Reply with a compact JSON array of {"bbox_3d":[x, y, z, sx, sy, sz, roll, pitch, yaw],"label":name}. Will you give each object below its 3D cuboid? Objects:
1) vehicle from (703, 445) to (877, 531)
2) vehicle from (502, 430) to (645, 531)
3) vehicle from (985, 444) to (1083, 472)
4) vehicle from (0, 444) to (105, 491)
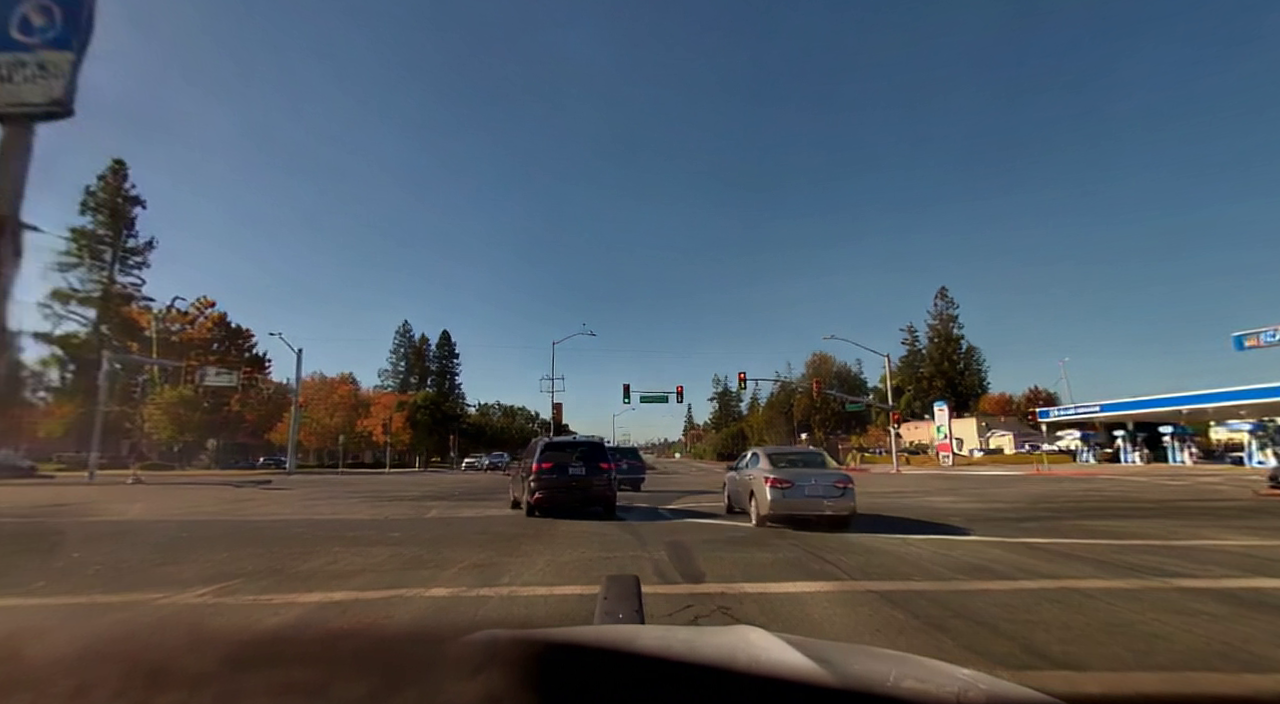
[{"bbox_3d":[2.867,2.709,13.355,1.965,1.460,4.581,1,-9,-9],"label":"vehicle"},{"bbox_3d":[-1.624,2.612,13.546,2.351,1.733,4.616,2,-9,-14],"label":"vehicle"},{"bbox_3d":[25.820,6.975,41.630,4.952,1.745,2.184,-2,-9,15],"label":"vehicle"},{"bbox_3d":[-26.721,5.067,27.659,4.658,1.911,2.162,-2,-9,4],"label":"vehicle"}]
